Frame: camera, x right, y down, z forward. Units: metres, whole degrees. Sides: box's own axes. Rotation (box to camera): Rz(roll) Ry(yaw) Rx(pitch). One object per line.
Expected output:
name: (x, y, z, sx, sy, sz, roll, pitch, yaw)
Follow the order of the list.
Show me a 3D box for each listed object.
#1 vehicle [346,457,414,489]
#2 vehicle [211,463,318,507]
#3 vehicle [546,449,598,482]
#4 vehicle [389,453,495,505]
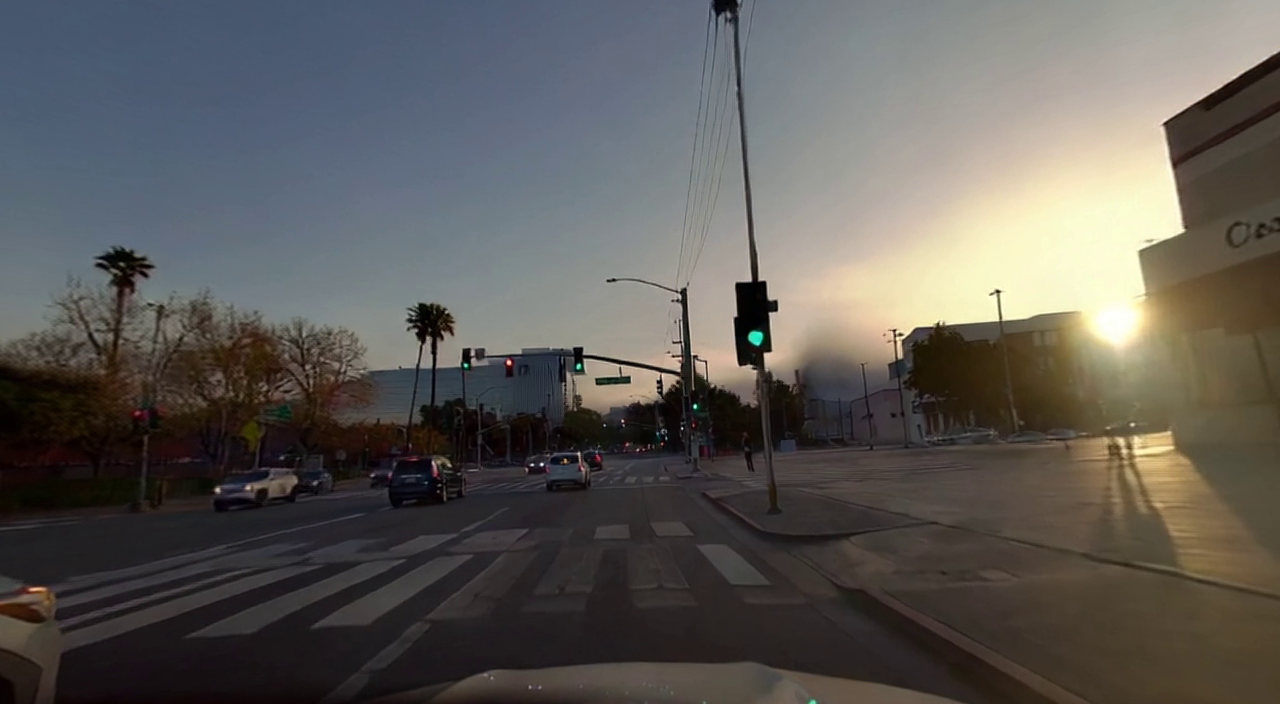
vehicle: (-15.225, 7.074, 37.119, 2.139, 1.692, 4.099, 0, -9, 1)
vehicle: (-15.414, 5.451, 26.161, 1.955, 1.500, 4.458, 1, -9, -4)
vehicle: (-3.310, 5.620, 31.443, 2.147, 1.472, 4.406, 0, -9, 0)
vehicle: (-6.350, 4.095, 20.813, 1.960, 1.479, 4.654, 0, -9, 1)
